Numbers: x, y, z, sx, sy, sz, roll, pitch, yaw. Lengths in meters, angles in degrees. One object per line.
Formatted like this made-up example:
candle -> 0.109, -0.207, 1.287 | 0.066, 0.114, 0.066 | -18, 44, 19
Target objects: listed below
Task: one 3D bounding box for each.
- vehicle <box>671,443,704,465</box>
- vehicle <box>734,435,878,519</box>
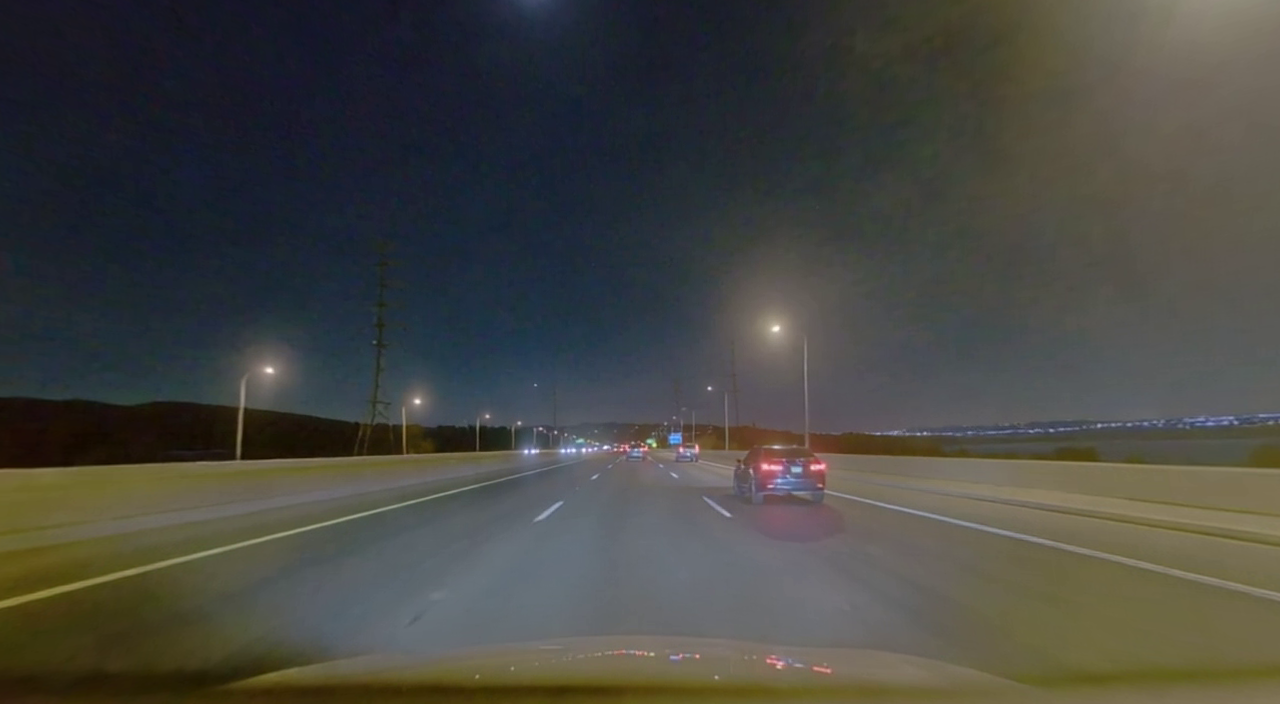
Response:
vehicle -> 3.509, 7.655, 47.465 | 2.000, 1.533, 4.438 | 0, -9, -1
vehicle -> 3.327, 2.594, 13.656 | 1.890, 1.490, 4.373 | 0, -9, -1
